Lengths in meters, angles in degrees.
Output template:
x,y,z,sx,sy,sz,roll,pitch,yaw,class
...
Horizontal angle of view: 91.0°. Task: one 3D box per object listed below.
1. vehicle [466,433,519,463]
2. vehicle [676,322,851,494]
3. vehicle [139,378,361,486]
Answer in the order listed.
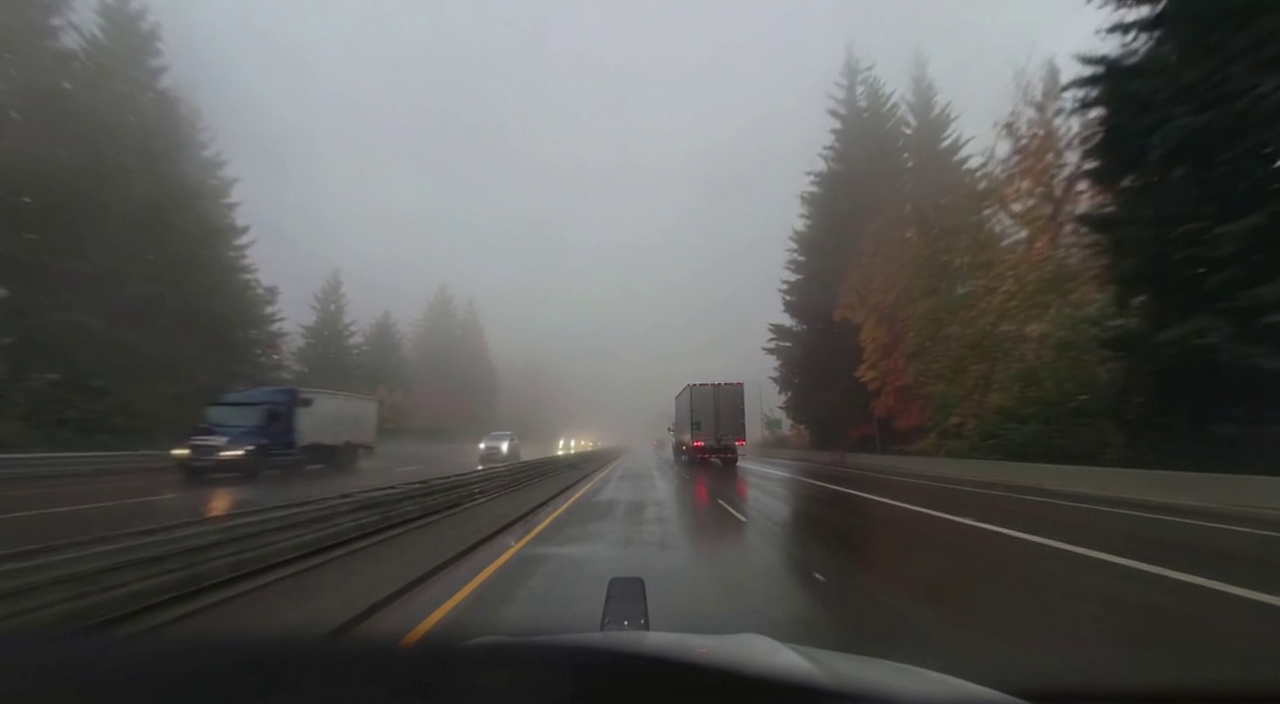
x,y,z,sx,sy,sz,roll,pitch,yaw,class
-7.831,5.133,33.788,1.874,1.531,3.918,0,-8,1,vehicle
3.482,2.366,22.770,3.691,4.331,13.909,0,-8,1,vehicle
-11.379,2.502,19.346,2.322,2.720,6.848,0,-8,1,vehicle
